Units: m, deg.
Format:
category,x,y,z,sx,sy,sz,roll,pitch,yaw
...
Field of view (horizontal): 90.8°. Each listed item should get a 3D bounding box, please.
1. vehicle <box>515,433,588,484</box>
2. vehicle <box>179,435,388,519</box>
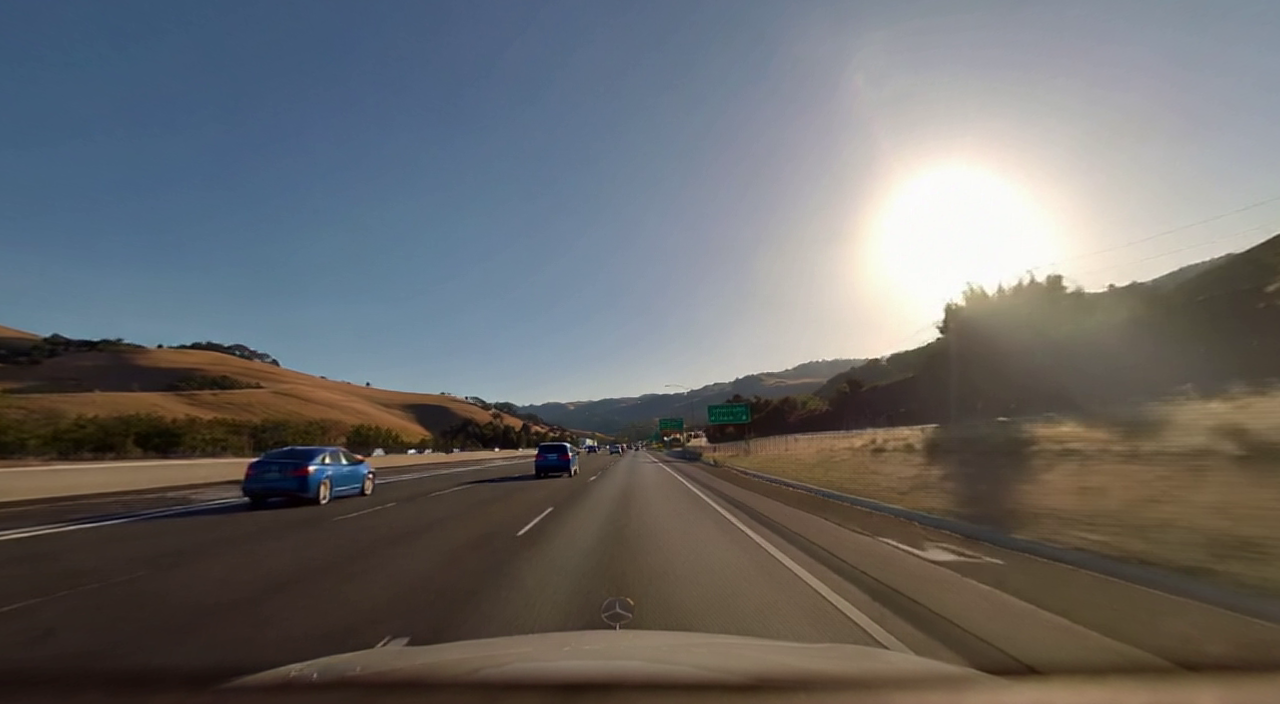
category,x,y,z,sx,sy,sz,roll,pitch,yaw
vehicle,-3.241,4.024,24.169,2.029,1.753,4.718,0,-9,1
vehicle,-7.431,2.632,13.855,1.930,1.508,4.567,0,-9,0
